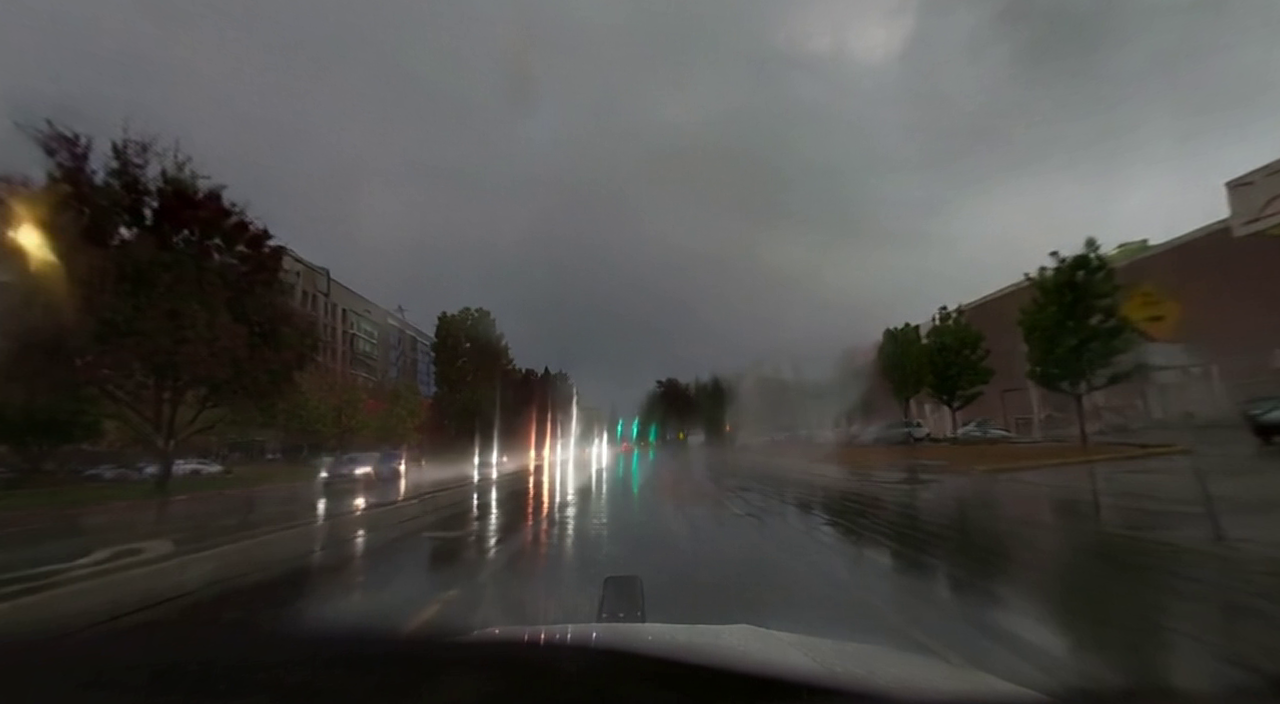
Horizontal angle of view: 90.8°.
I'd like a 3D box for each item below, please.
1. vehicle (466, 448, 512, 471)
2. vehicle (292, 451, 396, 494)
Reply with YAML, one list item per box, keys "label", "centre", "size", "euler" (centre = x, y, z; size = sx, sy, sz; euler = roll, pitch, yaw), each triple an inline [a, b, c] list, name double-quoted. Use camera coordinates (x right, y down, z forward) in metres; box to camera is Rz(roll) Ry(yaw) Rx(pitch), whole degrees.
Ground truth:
- label: "vehicle"
  centre: [-10.578, 7.543, 44.608]
  size: [2.020, 1.490, 4.657]
  euler: [-1, -9, 2]
- label: "vehicle"
  centre: [-11.790, 4.803, 25.551]
  size: [1.945, 1.492, 4.672]
  euler: [0, -9, 0]
